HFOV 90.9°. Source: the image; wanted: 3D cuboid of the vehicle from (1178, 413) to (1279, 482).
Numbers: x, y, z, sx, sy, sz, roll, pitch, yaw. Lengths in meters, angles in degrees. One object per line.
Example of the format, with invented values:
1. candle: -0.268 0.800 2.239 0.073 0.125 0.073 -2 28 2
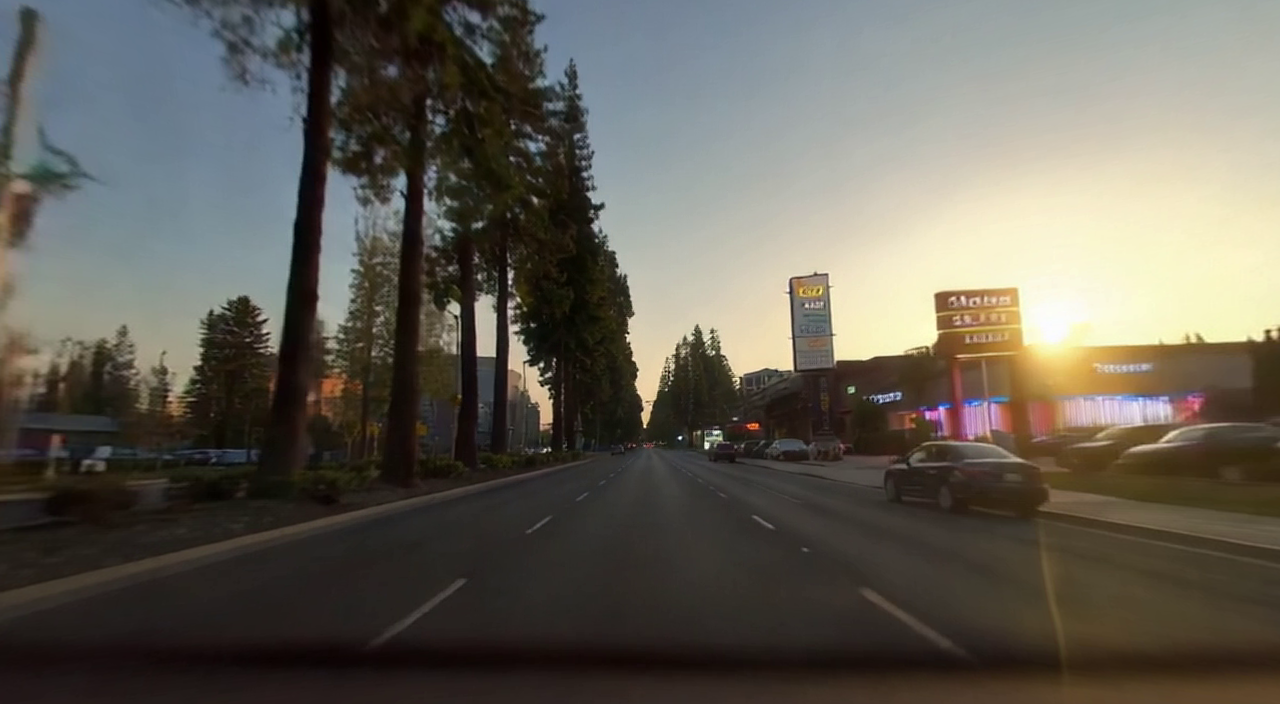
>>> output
1. vehicle: 16.716 2.324 15.759 4.408 1.578 2.160 -2 -9 1

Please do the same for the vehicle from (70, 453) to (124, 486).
1. vehicle: -34.240 7.404 39.695 2.077 1.851 4.582 7 -13 -44

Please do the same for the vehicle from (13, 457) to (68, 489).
1. vehicle: -35.817 7.166 37.631 4.285 1.747 2.044 -8 -12 44

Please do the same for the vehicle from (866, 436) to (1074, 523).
1. vehicle: 7.073 2.761 14.317 2.122 1.602 4.928 0 -9 1
